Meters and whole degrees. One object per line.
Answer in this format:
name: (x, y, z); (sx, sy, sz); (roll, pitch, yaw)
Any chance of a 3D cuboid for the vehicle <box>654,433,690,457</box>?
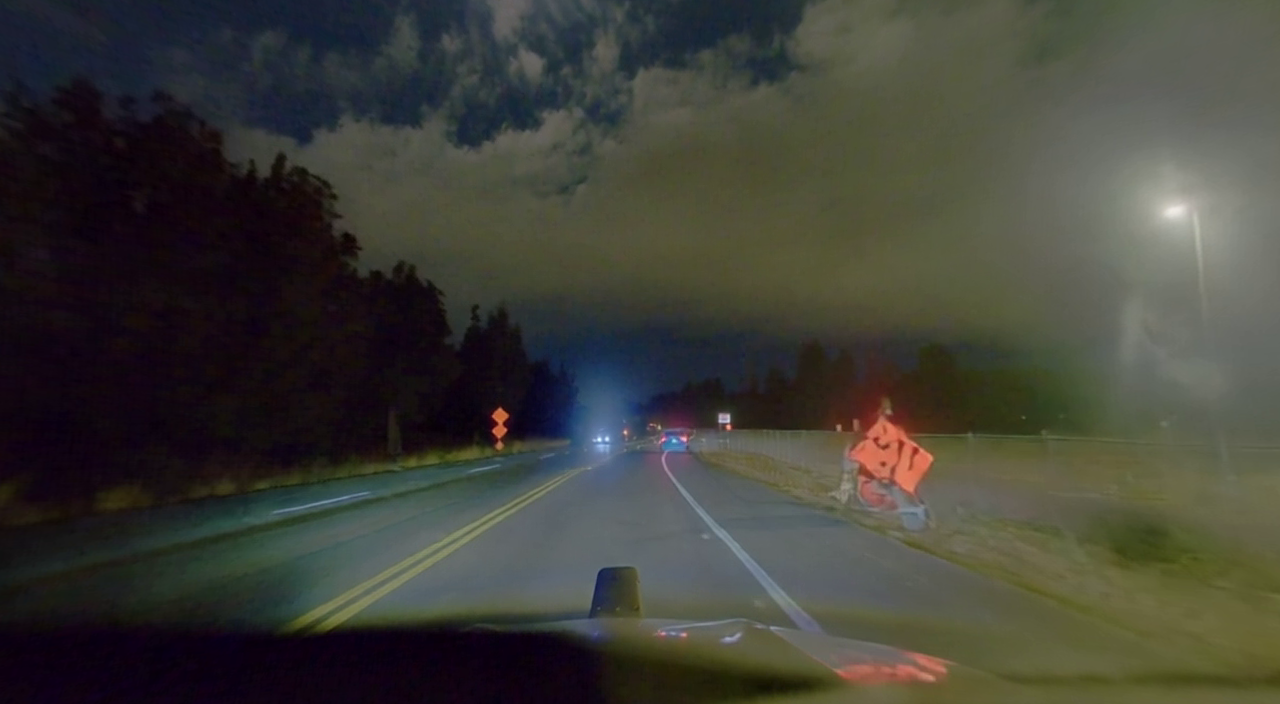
vehicle: (2.034, 5.957, 40.450); (2.172, 1.486, 3.581); (-1, -8, 3)
